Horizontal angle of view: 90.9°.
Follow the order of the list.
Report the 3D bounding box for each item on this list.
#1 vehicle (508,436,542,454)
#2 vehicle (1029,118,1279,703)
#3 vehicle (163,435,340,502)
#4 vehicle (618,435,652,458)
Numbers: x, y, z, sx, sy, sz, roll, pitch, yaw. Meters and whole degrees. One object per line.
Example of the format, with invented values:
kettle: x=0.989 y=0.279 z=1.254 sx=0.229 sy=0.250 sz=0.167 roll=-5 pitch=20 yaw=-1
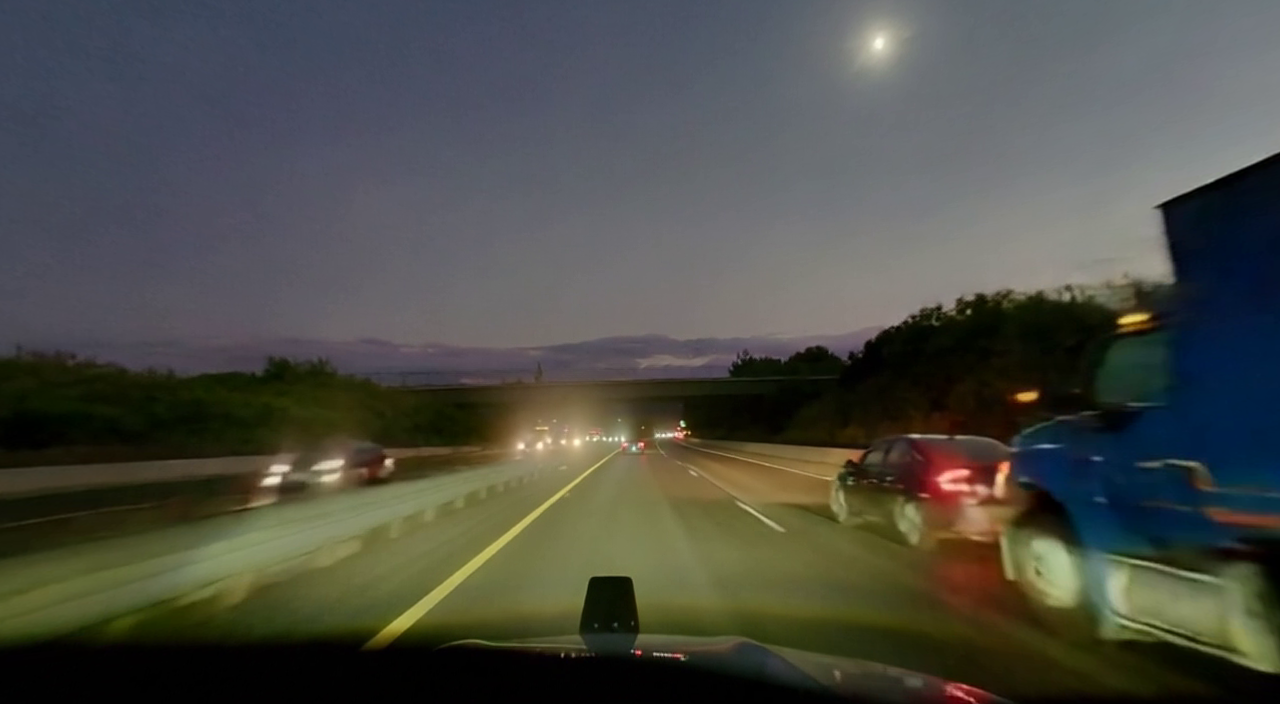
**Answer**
vehicle: x=-8.787 y=7.142 z=48.439 sx=1.936 sy=1.322 sz=3.678 roll=0 pitch=-7 yaw=1
vehicle: x=4.175 y=0.142 z=1.081 sx=2.715 sy=2.746 sz=6.550 roll=0 pitch=-7 yaw=-1
vehicle: x=-9.105 y=2.715 z=15.206 sx=1.878 sy=1.393 sz=3.787 roll=0 pitch=-7 yaw=0
vehicle: x=-0.337 y=5.787 z=38.814 sx=1.996 sy=1.325 sz=4.029 roll=0 pitch=-7 yaw=-1
